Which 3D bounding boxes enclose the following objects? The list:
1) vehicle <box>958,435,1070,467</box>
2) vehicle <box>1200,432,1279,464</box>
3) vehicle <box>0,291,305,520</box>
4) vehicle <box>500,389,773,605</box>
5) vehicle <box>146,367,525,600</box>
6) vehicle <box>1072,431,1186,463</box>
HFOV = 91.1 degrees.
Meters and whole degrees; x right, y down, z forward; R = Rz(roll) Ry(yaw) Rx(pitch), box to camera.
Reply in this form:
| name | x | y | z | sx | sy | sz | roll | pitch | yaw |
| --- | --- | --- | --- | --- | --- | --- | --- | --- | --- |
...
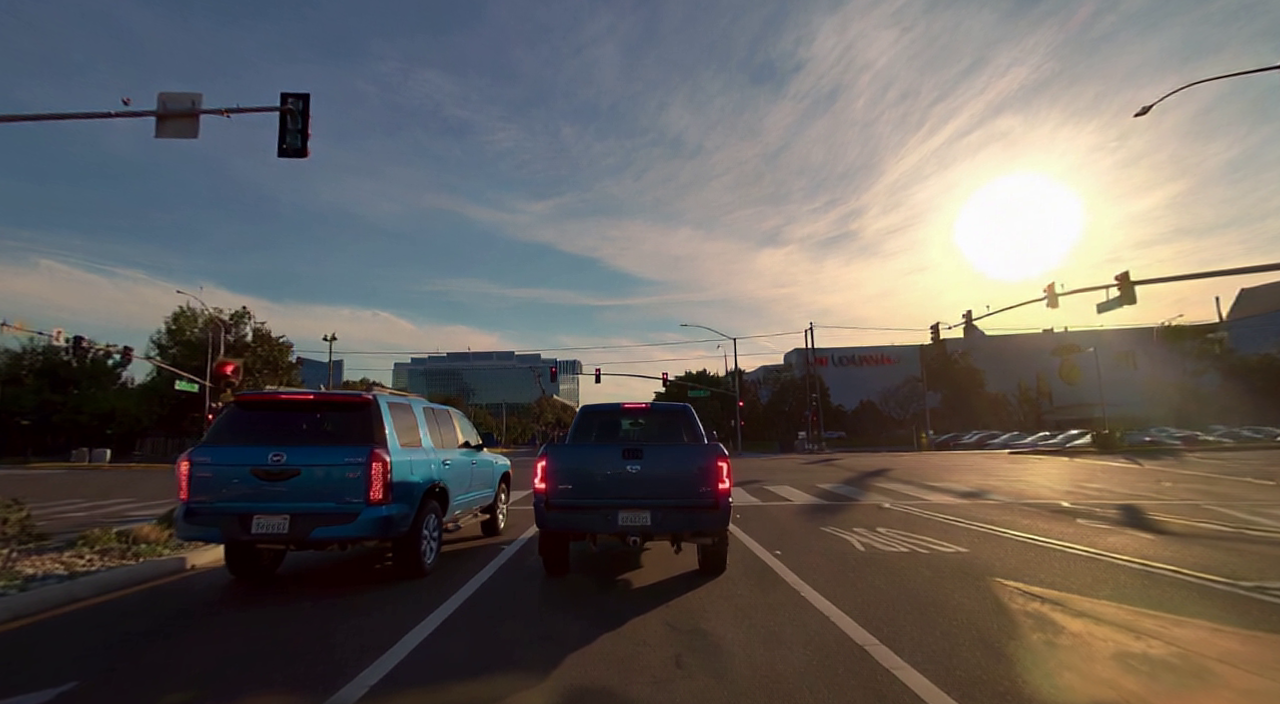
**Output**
| name | x | y | z | sx | sy | sz | roll | pitch | yaw |
| --- | --- | --- | --- | --- | --- | --- | --- | --- | --- |
| vehicle | 19.296 | 5.107 | 32.516 | 4.624 | 1.601 | 1.871 | 0 | -8 | -3 |
| vehicle | 35.859 | 5.570 | 36.432 | 4.714 | 1.754 | 2.041 | 0 | -8 | -2 |
| vehicle | -12.743 | 1.650 | 15.860 | 3.048 | 3.927 | 10.755 | 0 | -8 | -3 |
| vehicle | -0.067 | 1.520 | 7.516 | 2.204 | 1.738 | 4.690 | 0 | -8 | -1 |
| vehicle | -2.974 | 1.441 | 7.716 | 2.220 | 1.926 | 4.870 | 0 | -8 | -1 |
| vehicle | 27.921 | 5.464 | 35.971 | 4.849 | 1.759 | 2.041 | 0 | -8 | -3 |
